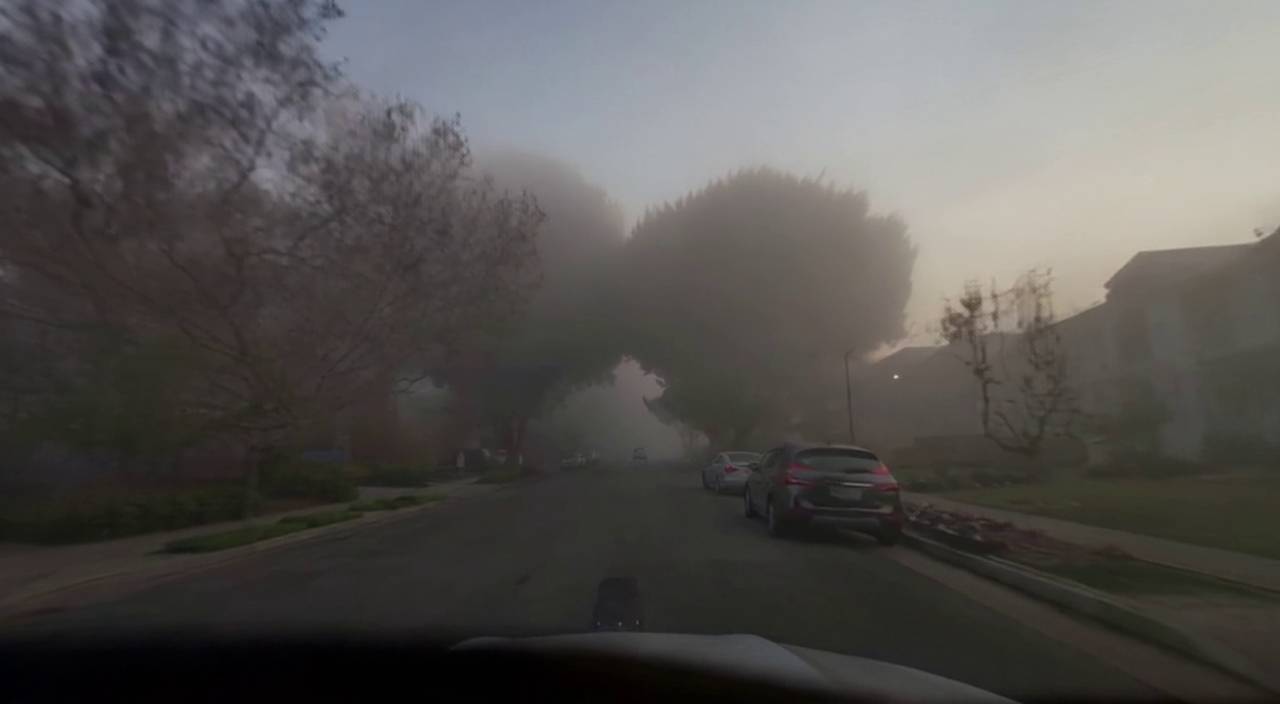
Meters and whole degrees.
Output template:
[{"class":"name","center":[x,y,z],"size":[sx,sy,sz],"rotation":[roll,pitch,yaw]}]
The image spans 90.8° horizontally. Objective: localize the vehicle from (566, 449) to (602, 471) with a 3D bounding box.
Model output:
[{"class":"vehicle","center":[-4.013,7.832,45.883],"size":[1.987,1.459,4.473],"rotation":[-1,-9,3]}]

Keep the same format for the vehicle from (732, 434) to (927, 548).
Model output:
[{"class":"vehicle","center":[2.836,2.187,10.697],"size":[2.022,1.483,4.565],"rotation":[-1,-9,2]}]

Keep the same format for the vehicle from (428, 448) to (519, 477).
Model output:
[{"class":"vehicle","center":[-9.991,6.677,38.276],"size":[4.933,1.547,2.125],"rotation":[-2,-8,0]}]
